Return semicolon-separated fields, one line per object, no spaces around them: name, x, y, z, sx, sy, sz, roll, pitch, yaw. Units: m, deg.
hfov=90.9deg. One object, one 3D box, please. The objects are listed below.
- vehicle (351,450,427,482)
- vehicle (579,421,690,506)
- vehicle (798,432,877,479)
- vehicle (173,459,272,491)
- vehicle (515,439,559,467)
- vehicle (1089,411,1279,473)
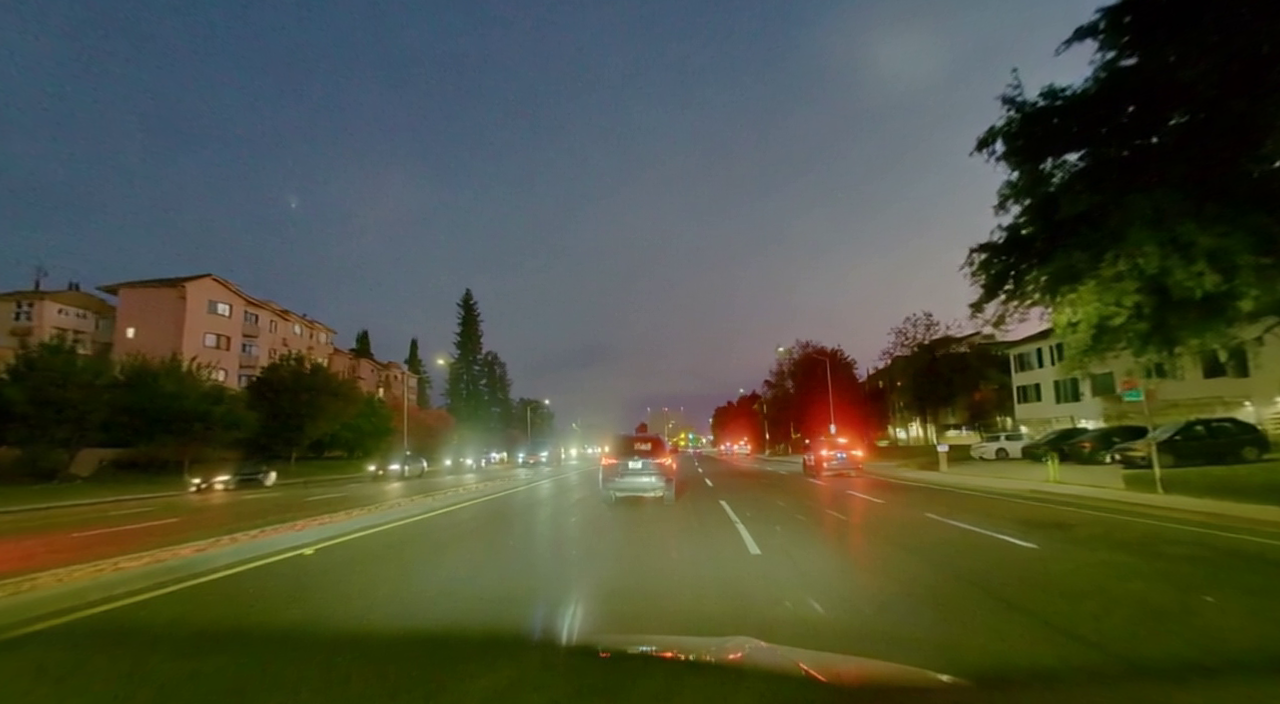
vehicle;-12.552;5.701;31.830;1.806;1.417;4.405;-2;-8;4
vehicle;0.046;2.737;15.937;2.332;1.798;4.546;-1;-8;5
vehicle;7.931;4.180;25.744;1.971;1.722;4.341;0;-8;3
vehicle;-22.129;6.501;33.640;1.824;1.476;4.499;-1;-8;7
vehicle;-6.880;6.774;42.531;2.119;1.778;4.760;0;-8;1
vehicle;18.725;3.089;21.579;4.783;1.724;2.297;-4;-8;1
